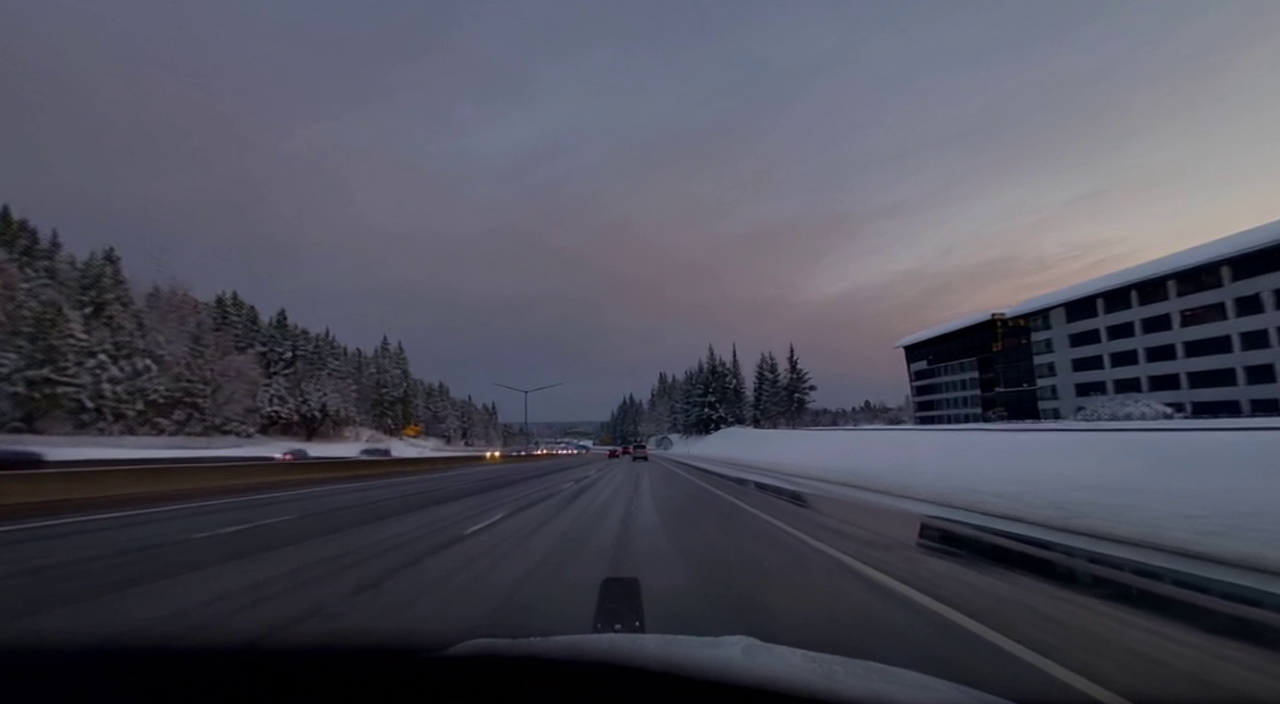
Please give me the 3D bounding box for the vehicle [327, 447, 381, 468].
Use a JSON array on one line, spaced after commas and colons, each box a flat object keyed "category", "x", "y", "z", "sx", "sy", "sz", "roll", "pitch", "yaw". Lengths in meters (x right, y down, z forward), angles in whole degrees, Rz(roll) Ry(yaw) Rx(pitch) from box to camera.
[{"category": "vehicle", "x": -21.679, "y": 8.022, "z": 48.098, "sx": 1.826, "sy": 1.466, "sz": 4.630, "roll": -1, "pitch": -9, "yaw": 1}]
